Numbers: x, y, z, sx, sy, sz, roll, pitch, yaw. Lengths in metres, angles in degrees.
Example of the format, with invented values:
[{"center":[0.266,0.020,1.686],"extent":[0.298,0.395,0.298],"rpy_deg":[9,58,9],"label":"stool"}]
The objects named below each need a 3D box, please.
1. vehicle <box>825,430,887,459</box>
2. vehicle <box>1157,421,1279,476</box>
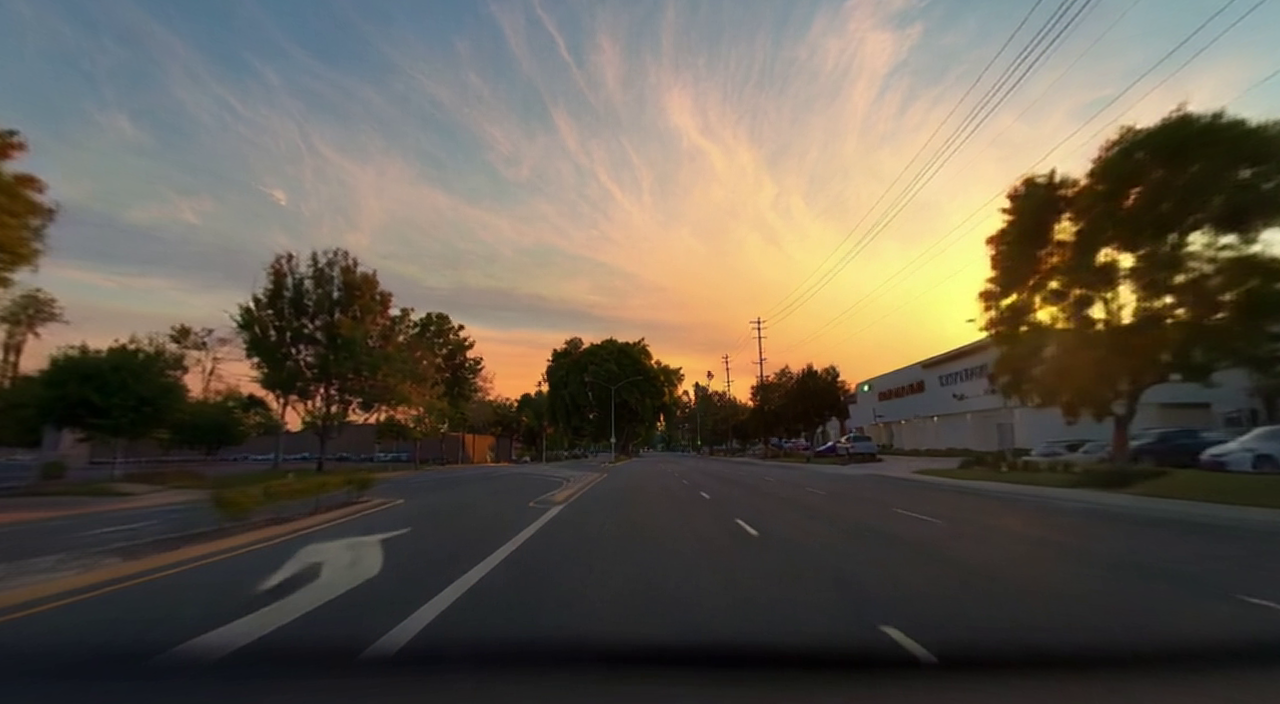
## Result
[{"center":[15.088,6.507,44.468],"extent":[2.195,1.926,5.466],"rpy_deg":[0,-9,-3],"label":"vehicle"},{"center":[19.870,3.128,20.525],"extent":[4.145,1.675,2.206],"rpy_deg":[0,-9,-1],"label":"vehicle"}]
